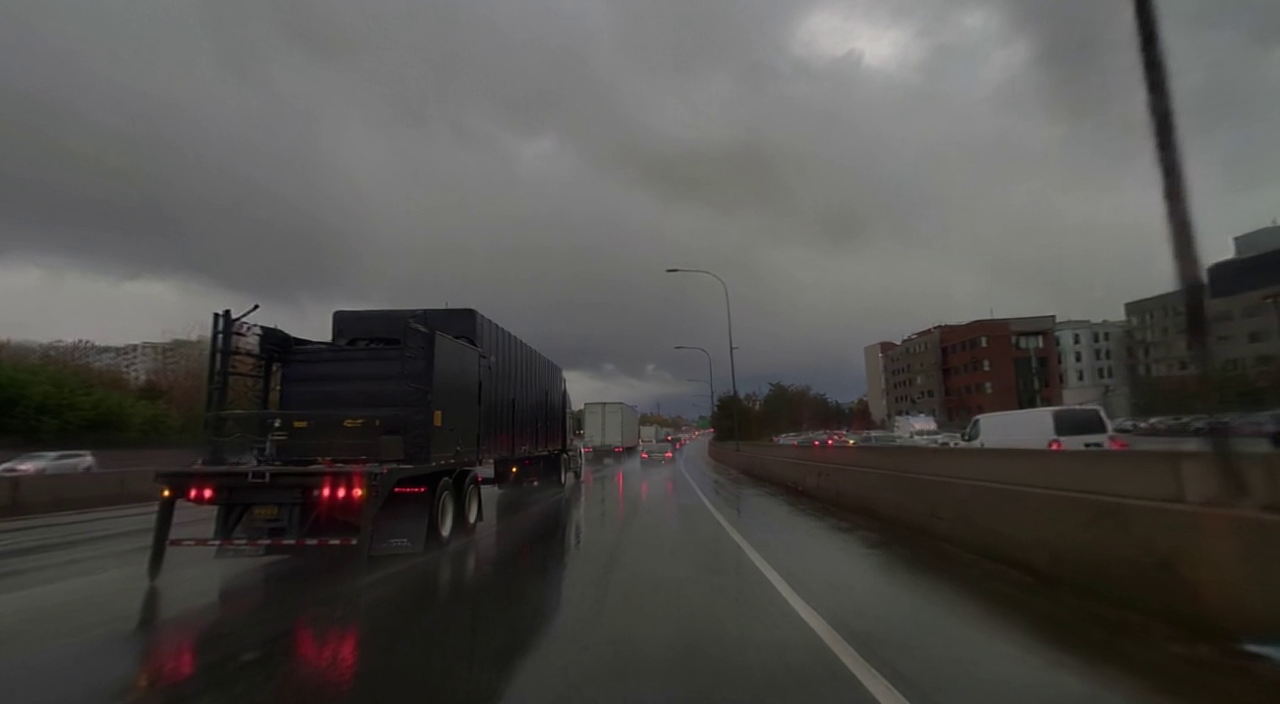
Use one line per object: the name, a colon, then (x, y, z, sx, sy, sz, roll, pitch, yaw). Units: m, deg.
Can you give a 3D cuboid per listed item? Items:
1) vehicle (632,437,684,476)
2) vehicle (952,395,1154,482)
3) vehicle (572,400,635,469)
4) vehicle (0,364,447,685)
vehicle: (0.837, 4.718, 28.670, 2.178, 1.640, 4.071, -1, -9, 3)
vehicle: (14.199, 3.138, 22.557, 2.679, 2.597, 7.126, -1, -8, 3)
vehicle: (-2.114, 5.412, 40.788, 3.073, 3.894, 9.782, -1, -9, 3)
vehicle: (-3.655, 1.193, 5.327, 2.896, 1.779, 3.441, 0, -8, 0)
